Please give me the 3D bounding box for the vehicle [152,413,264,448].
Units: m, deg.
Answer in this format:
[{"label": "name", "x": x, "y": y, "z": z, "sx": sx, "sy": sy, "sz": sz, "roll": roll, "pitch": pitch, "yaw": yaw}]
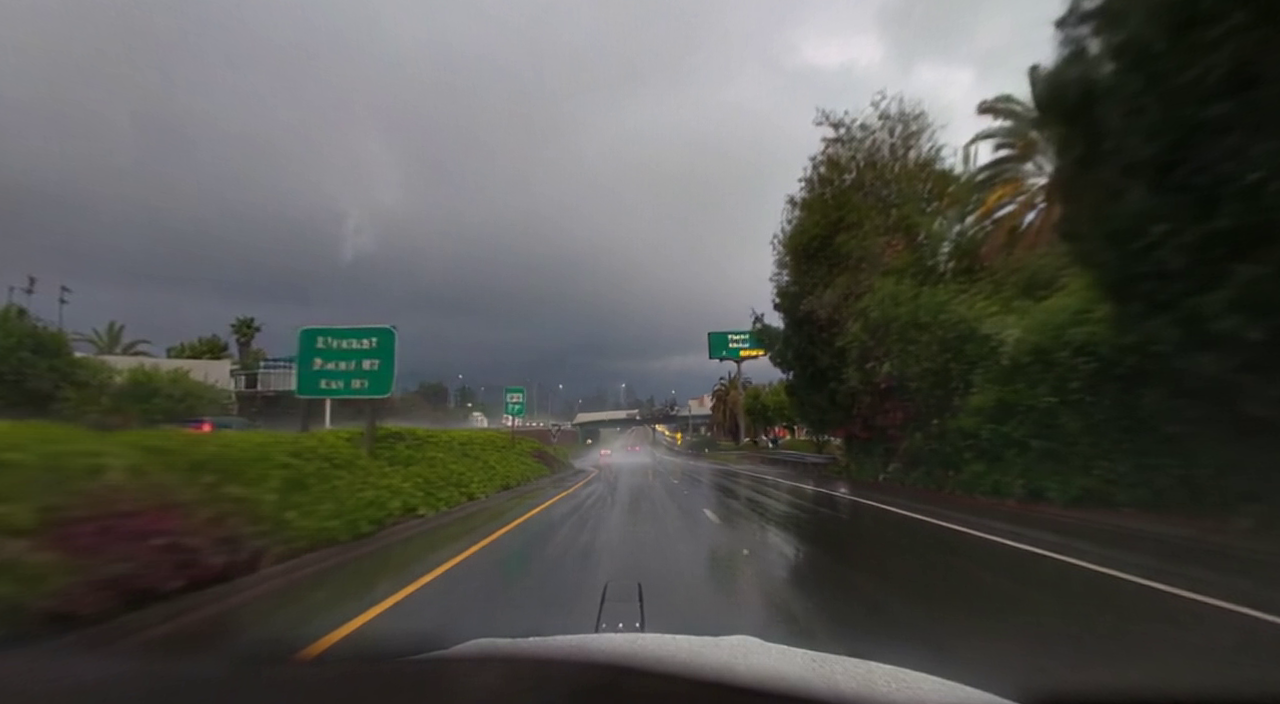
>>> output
[{"label": "vehicle", "x": -19.470, "y": 3.628, "z": 28.791, "sx": 1.931, "sy": 1.451, "sz": 4.683, "roll": 0, "pitch": -8, "yaw": -2}]
